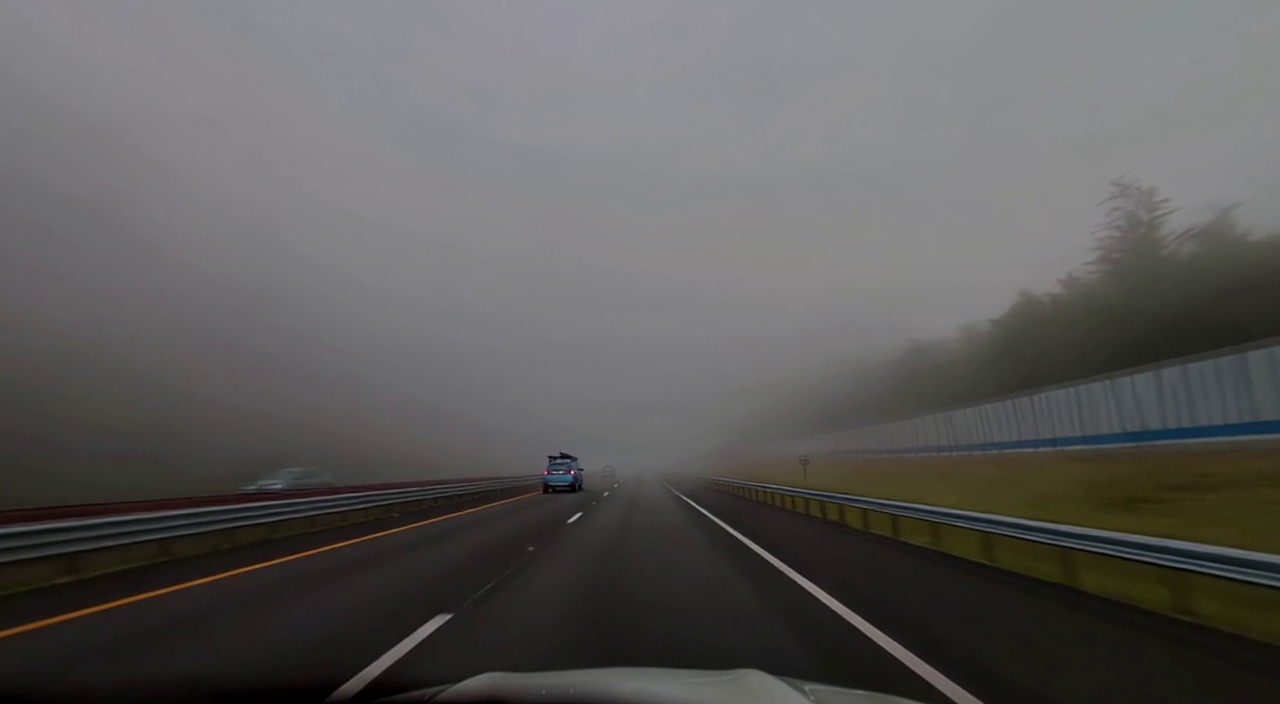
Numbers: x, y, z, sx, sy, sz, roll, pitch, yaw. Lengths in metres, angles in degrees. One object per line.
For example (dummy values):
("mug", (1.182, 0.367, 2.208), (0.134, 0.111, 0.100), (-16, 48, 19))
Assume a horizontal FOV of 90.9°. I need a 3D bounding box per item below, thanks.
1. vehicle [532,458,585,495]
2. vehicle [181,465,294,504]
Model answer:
("vehicle", (-3.980, 6.184, 31.481), (2.022, 1.650, 4.331), (0, -11, 1))
("vehicle", (-16.900, 5.577, 26.776), (1.867, 1.445, 4.398), (1, -11, 0))
